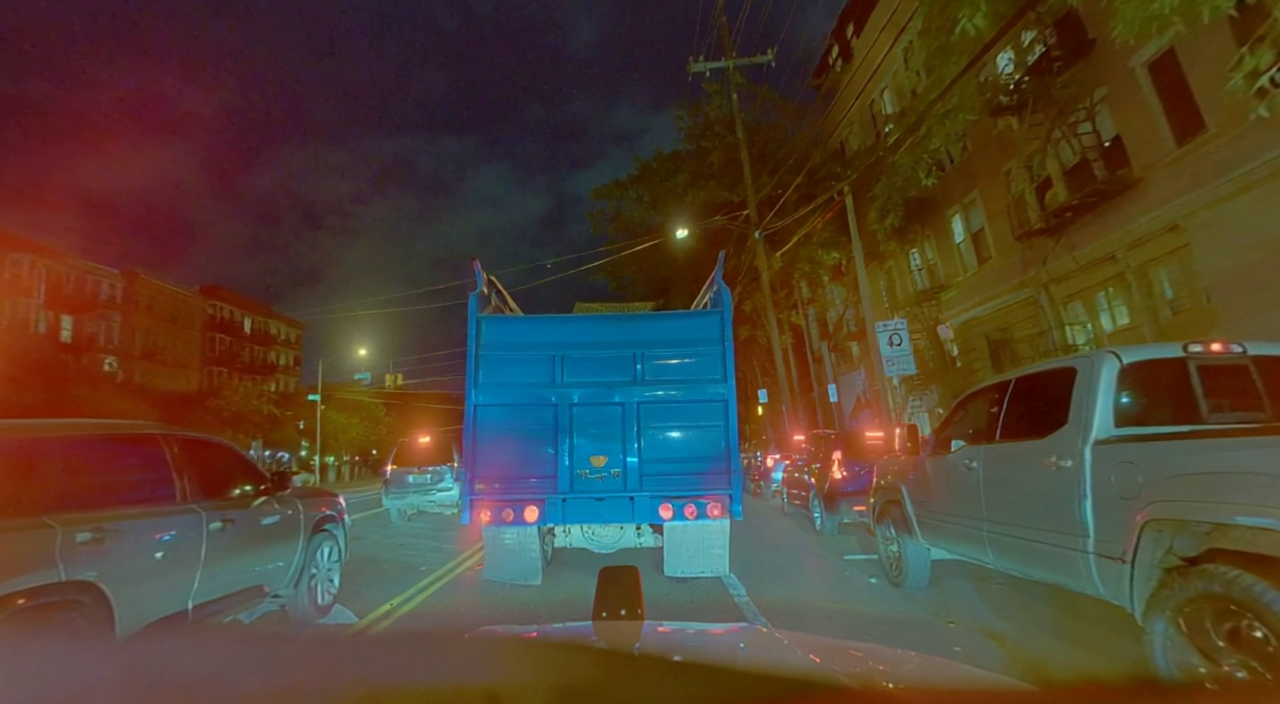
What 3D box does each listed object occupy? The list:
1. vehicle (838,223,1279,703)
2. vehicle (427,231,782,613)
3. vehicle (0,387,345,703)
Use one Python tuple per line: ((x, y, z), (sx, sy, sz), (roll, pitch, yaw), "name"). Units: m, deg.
((3.229, 0.844, 3.836), (2.242, 1.979, 5.722), (0, -8, 1), "vehicle")
((-0.245, 1.134, 9.423), (2.878, 3.204, 8.244), (0, -8, 1), "vehicle")
((-4.119, 1.192, 4.325), (1.988, 1.657, 4.492), (0, -8, 0), "vehicle")
